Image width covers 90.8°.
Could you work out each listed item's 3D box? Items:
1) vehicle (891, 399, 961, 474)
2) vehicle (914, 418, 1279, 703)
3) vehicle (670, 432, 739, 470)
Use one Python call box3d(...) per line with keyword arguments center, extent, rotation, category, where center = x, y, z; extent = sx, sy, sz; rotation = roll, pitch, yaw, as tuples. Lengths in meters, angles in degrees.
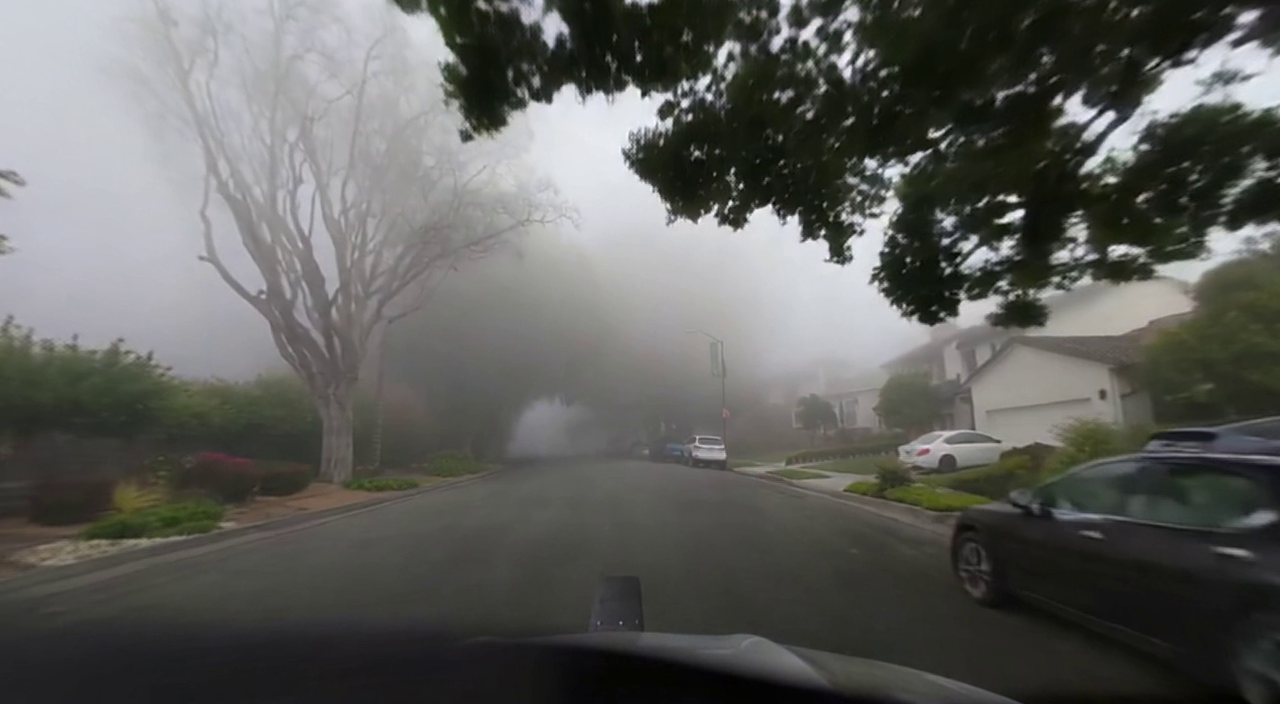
box3d(center=(9.623, 2.861, 21.250), extent=(1.820, 2.366, 1.453), rotation=(-5, -10, 33), category="vehicle")
box3d(center=(3.777, 1.199, 3.838), extent=(2.132, 1.478, 4.685), rotation=(0, -9, 0), category="vehicle")
box3d(center=(3.516, 5.532, 35.735), extent=(2.715, 1.900, 6.163), rotation=(2, -8, -5), category="vehicle")
